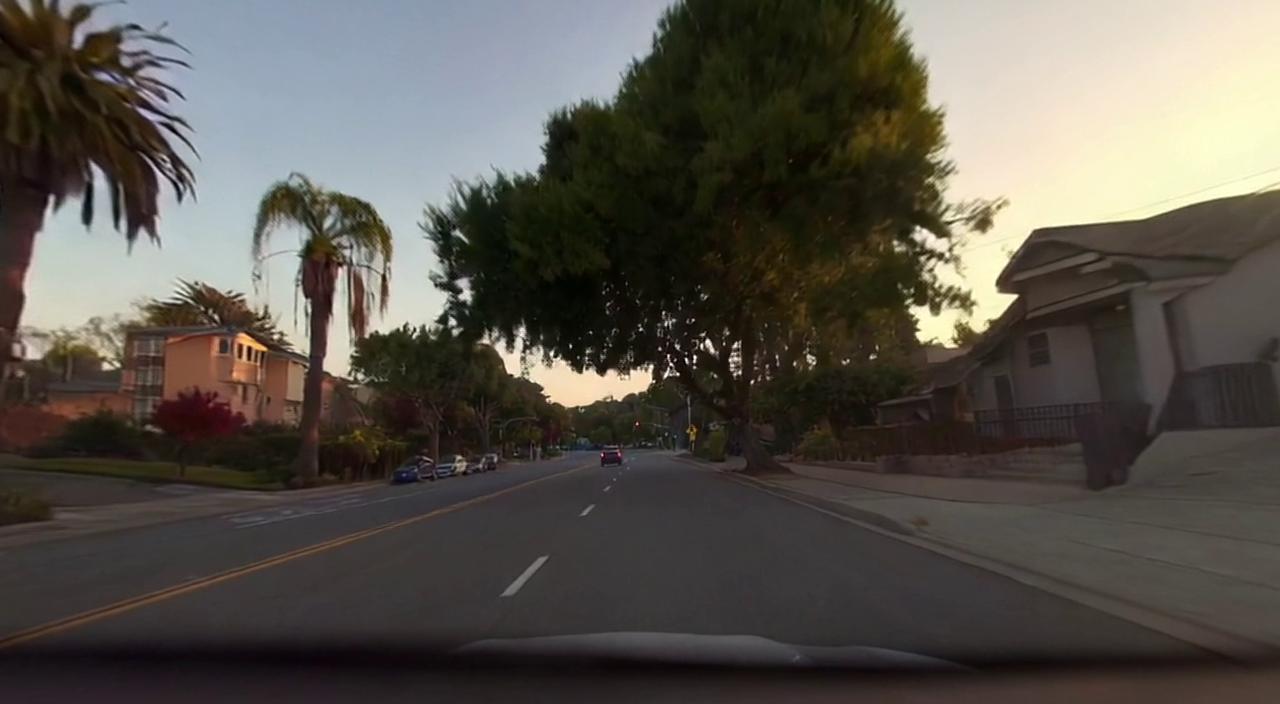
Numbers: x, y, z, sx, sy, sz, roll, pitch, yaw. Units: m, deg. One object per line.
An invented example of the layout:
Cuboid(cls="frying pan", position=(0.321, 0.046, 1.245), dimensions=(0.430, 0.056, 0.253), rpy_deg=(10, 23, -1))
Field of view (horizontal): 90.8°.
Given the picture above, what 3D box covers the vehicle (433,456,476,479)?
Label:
Cuboid(cls="vehicle", position=(-13.761, 8.574, 47.133), dimensions=(1.885, 1.490, 4.635), rpy_deg=(0, -8, -1))
